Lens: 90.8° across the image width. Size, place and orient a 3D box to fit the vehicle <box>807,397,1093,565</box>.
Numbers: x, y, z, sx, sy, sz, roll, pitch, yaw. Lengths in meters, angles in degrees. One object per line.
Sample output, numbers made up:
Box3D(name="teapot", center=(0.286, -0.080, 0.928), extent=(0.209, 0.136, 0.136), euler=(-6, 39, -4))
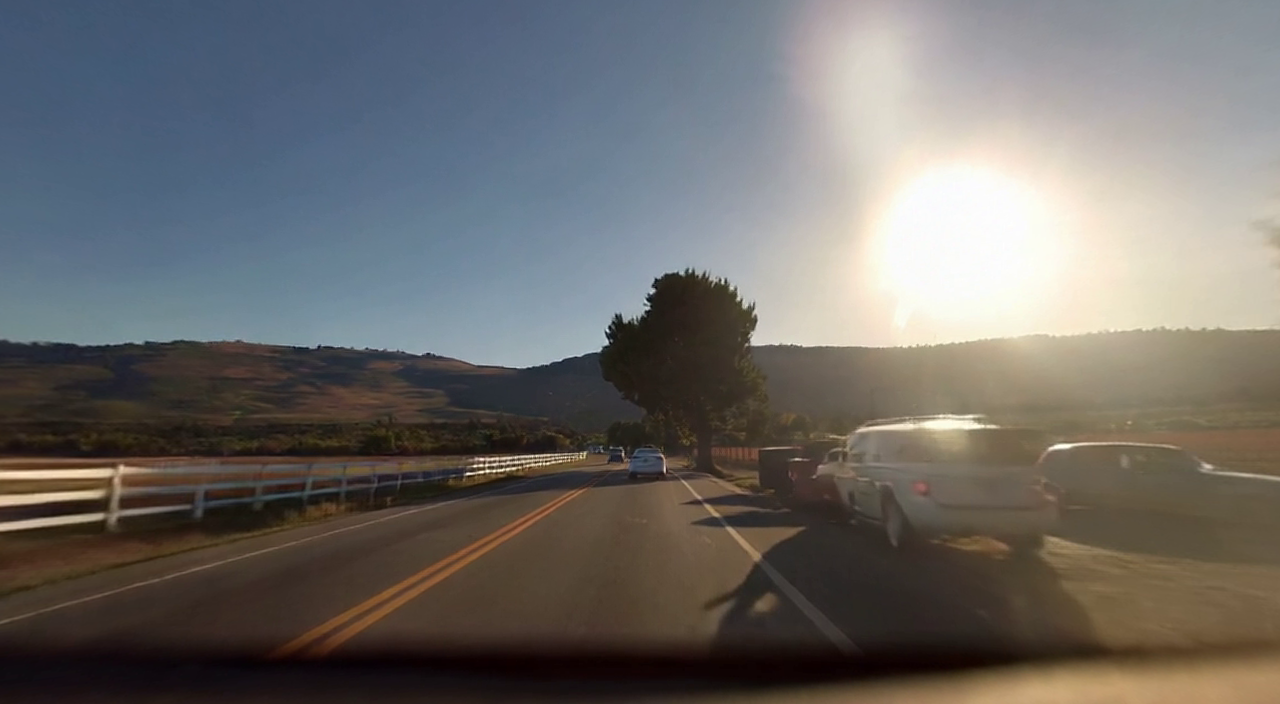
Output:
Box3D(name="vehicle", center=(4.397, 1.934, 10.270), extent=(2.348, 1.969, 5.269), euler=(-1, -9, 5))

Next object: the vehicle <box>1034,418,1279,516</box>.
Box3D(name="vehicle", center=(10.474, 2.173, 12.298), extent=(1.975, 1.545, 4.333), euler=(3, -9, -20))

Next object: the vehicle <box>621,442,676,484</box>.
Box3D(name="vehicle", center=(0.359, 4.742, 27.228), extent=(2.158, 1.669, 4.006), euler=(0, -9, 1))
